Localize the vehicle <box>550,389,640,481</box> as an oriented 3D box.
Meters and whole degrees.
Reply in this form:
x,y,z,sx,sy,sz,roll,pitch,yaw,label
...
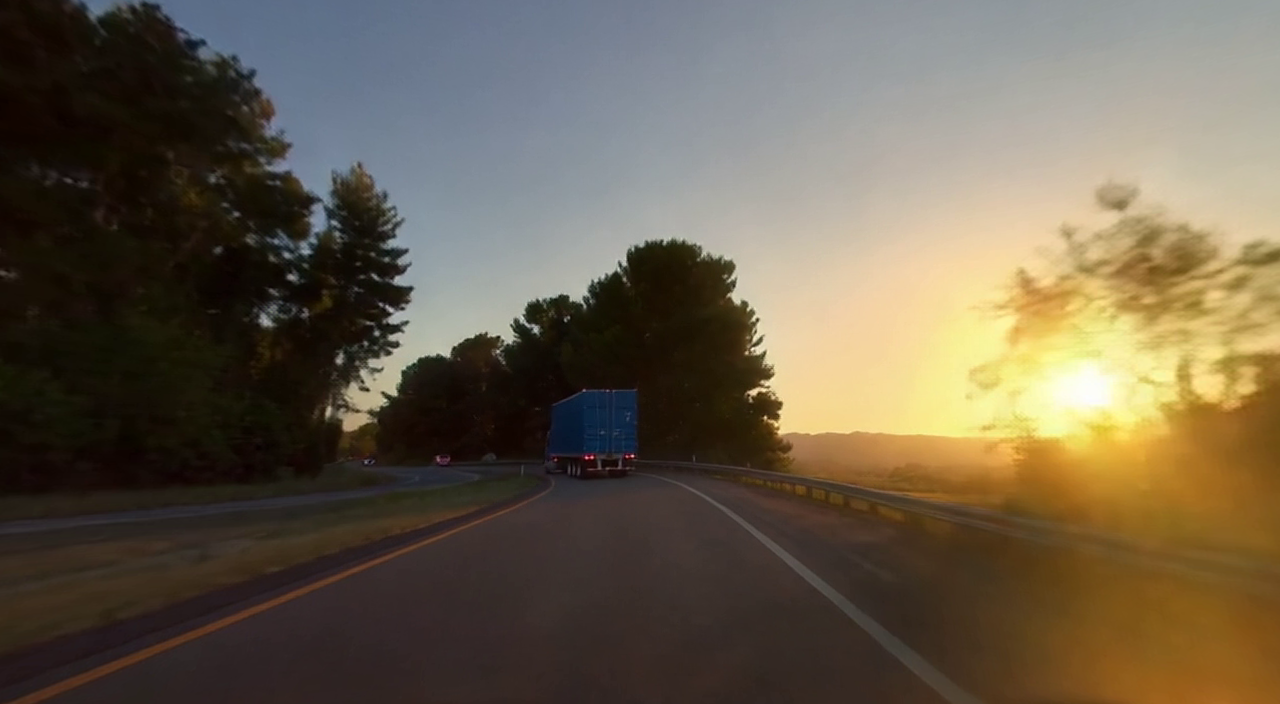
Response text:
x,y,z,sx,sy,sz,roll,pitch,yaw,label
-3.032,4.727,35.792,3.087,4.178,13.682,1,-8,-12,vehicle
